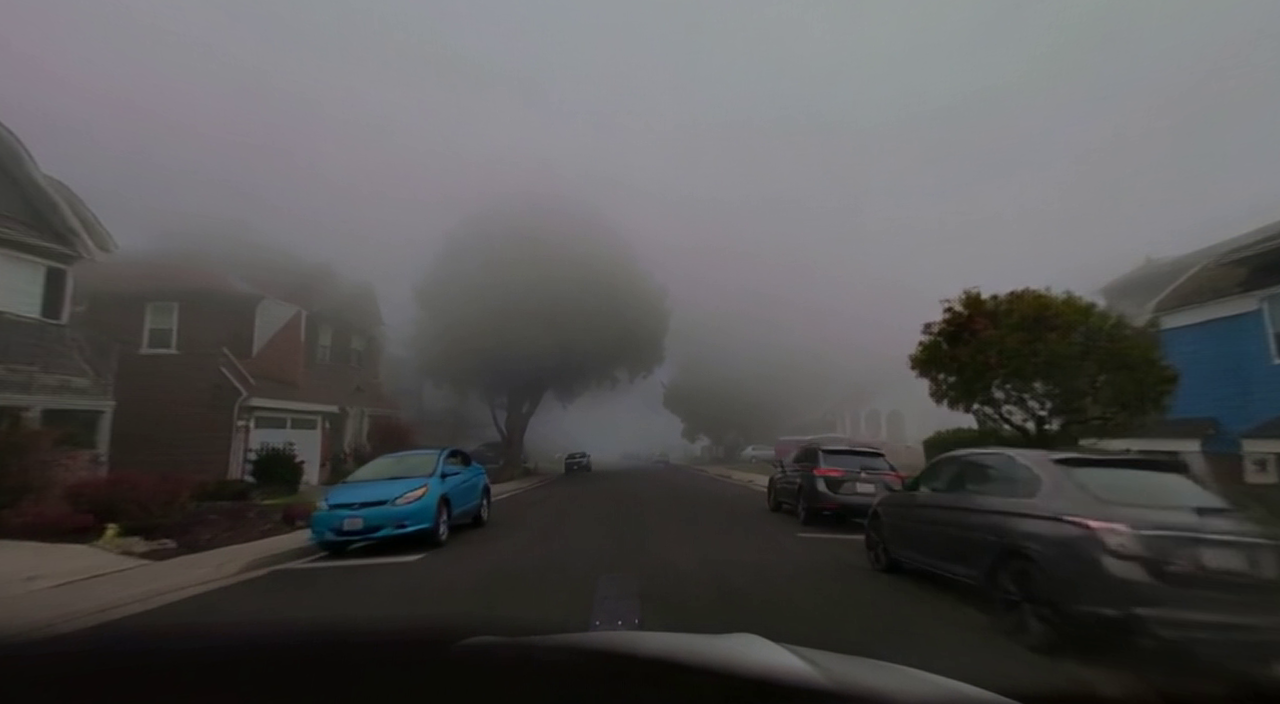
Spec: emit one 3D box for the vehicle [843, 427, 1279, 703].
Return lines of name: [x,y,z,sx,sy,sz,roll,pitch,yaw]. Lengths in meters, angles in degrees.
vehicle: [3.410,1.472,5.394,1.888,1.484,4.476,0,-9,1]

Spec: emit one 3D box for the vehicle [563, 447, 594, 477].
vehicle: [-4.634,8.377,48.232,2.230,1.782,4.628,0,-4,-4]

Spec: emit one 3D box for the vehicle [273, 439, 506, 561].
vehicle: [-3.845,2.297,10.743,2.089,1.508,4.537,2,-7,0]
